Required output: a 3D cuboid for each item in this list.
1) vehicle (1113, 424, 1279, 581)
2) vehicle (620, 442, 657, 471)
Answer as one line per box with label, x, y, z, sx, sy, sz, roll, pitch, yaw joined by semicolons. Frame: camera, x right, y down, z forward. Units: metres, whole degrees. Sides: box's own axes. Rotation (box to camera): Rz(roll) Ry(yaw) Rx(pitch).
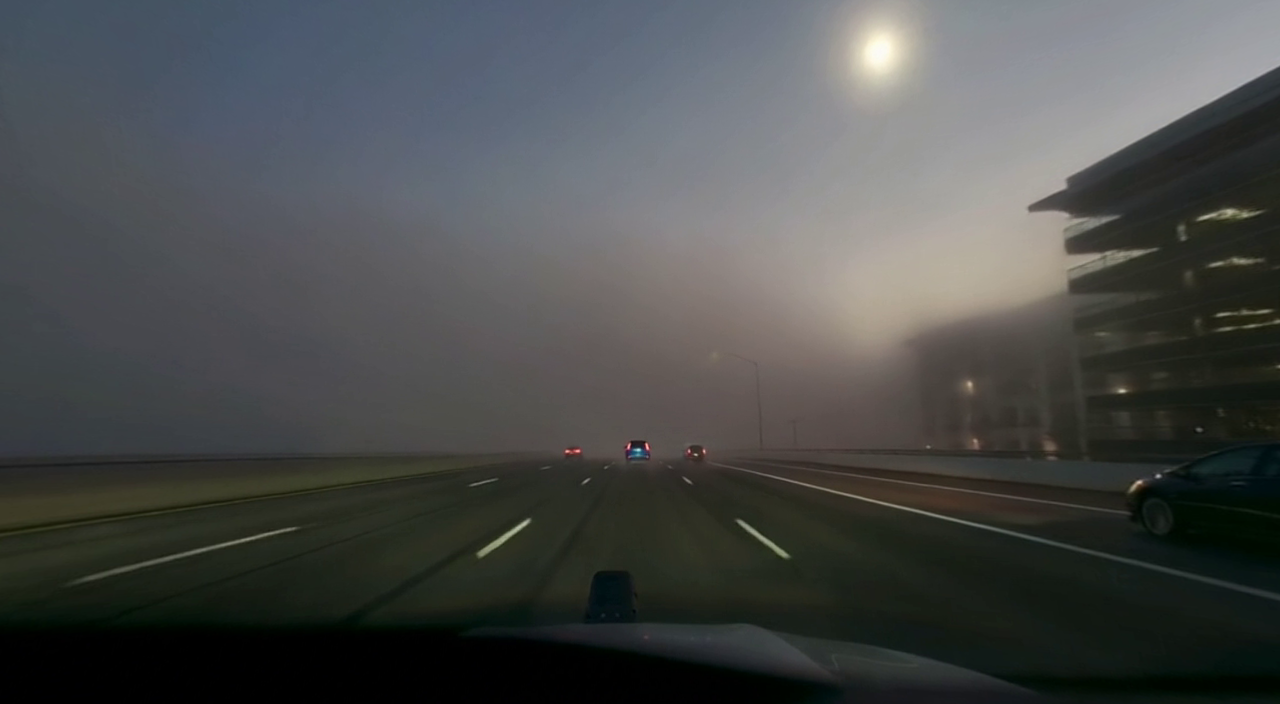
vehicle;7.164;1.407;5.754;1.937;1.498;4.710;0;-8;-1
vehicle;-0.081;5.915;35.817;2.036;1.542;3.891;0;-8;0
